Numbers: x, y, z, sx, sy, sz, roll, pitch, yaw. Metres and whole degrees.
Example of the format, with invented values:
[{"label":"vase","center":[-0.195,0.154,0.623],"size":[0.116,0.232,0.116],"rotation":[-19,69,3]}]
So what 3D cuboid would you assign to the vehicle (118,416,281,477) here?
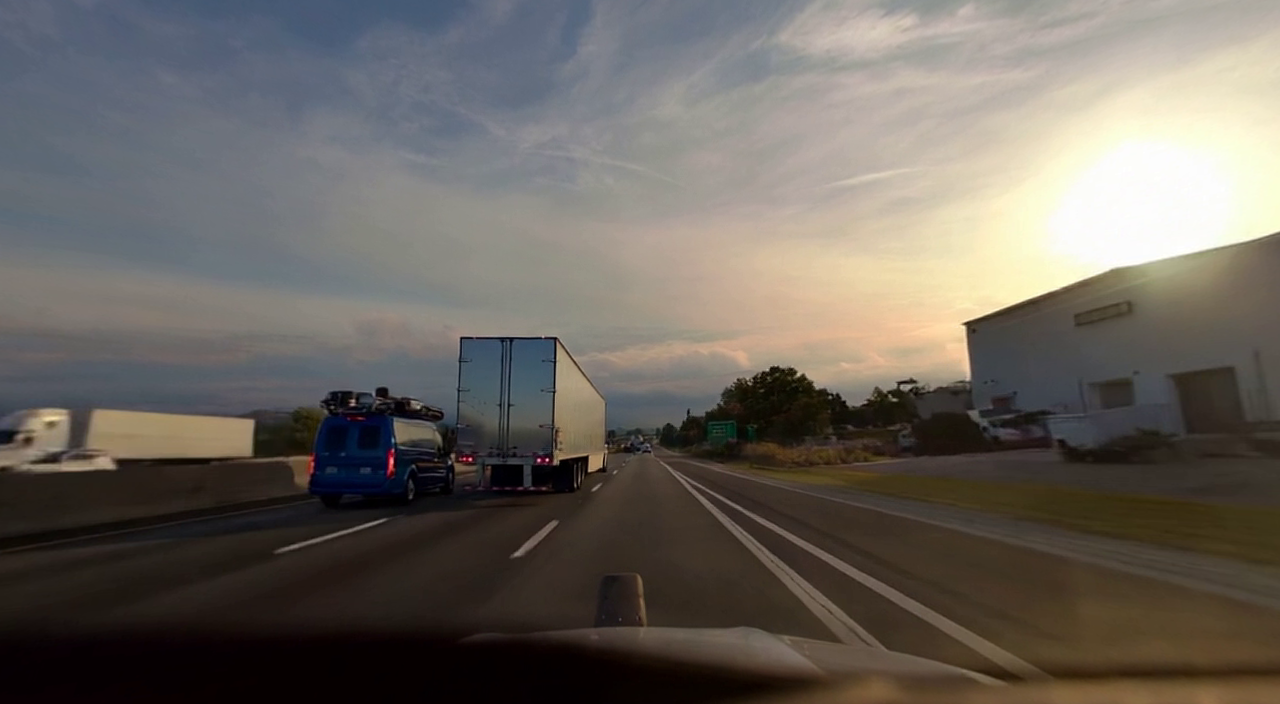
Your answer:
[{"label":"vehicle","center":[-31.167,6.845,45.911],"size":[2.852,3.749,12.932],"rotation":[0,-8,-2]}]

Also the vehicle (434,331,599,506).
[{"label":"vehicle","center":[-3.449,2.794,23.199],"size":[2.939,4.132,16.303],"rotation":[1,-9,-1]}]

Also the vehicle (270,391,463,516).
[{"label":"vehicle","center":[-6.714,2.614,16.623],"size":[2.385,2.672,6.049],"rotation":[0,-8,-1]}]

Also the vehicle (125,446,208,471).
[{"label":"vehicle","center":[-31.081,6.974,41.635],"size":[1.952,1.566,4.548],"rotation":[0,-8,0]}]

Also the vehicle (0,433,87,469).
[{"label":"vehicle","center":[-31.243,5.013,31.946],"size":[2.079,1.690,4.869],"rotation":[-3,-7,1]}]

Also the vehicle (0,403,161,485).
[{"label":"vehicle","center":[-31.261,4.968,34.095],"size":[3.006,3.764,9.846],"rotation":[0,-8,0]}]
